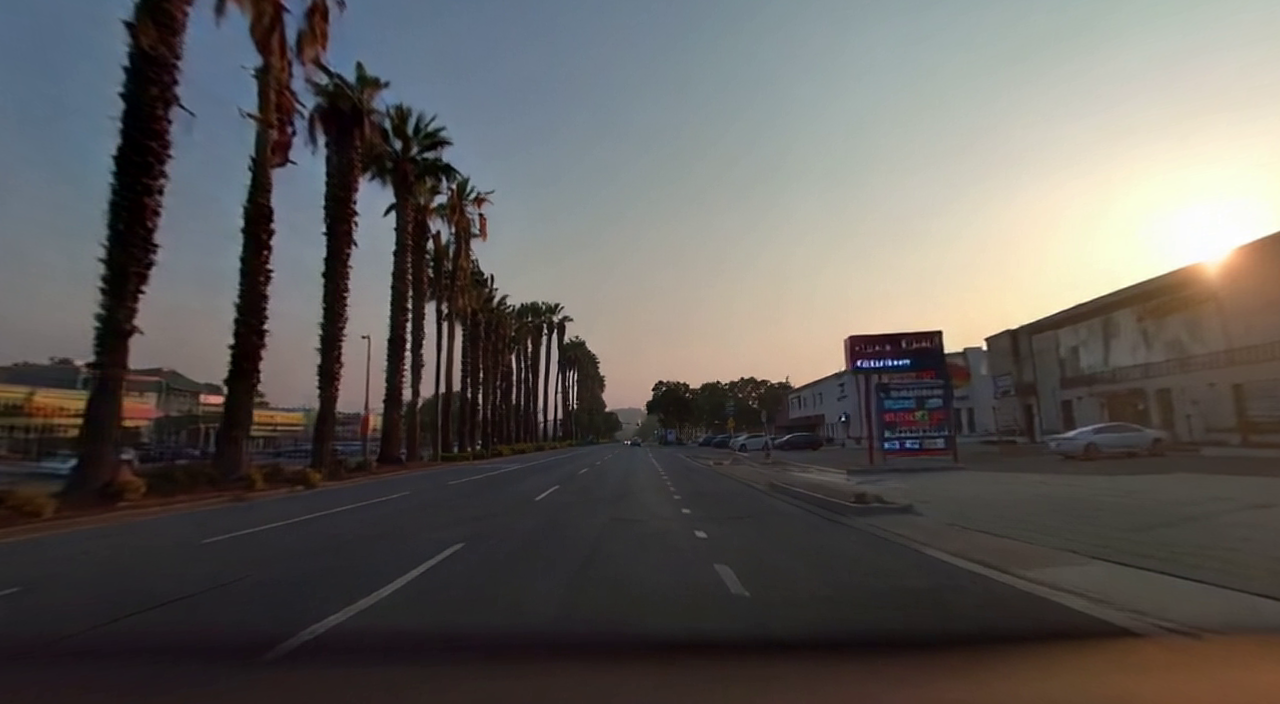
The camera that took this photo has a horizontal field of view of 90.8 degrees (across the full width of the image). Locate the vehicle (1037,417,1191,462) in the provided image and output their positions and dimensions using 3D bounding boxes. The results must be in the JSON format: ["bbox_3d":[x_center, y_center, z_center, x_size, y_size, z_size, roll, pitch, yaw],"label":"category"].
[{"bbox_3d":[19.330,3.599,25.924,4.552,1.649,2.187,-1,-9,-3],"label":"vehicle"}]

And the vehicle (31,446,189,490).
[{"bbox_3d":[-19.679,4.288,23.824,1.919,1.476,4.738,0,-9,-1],"label":"vehicle"}]
